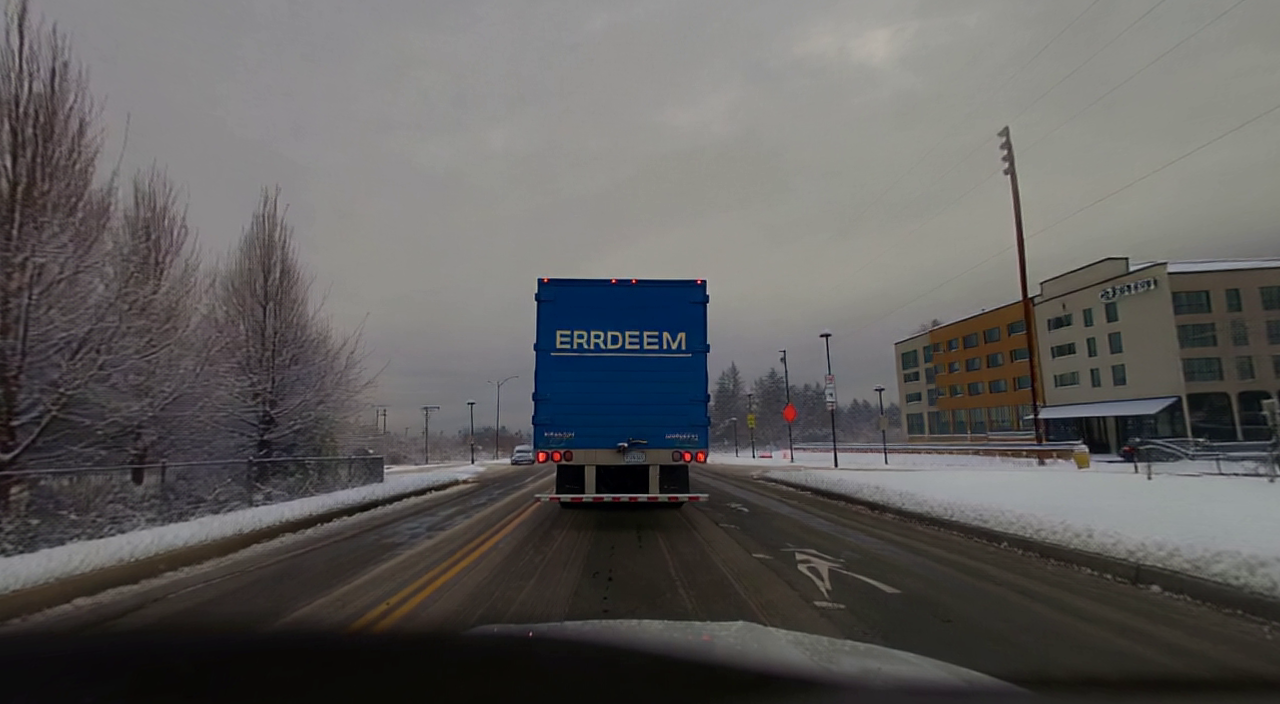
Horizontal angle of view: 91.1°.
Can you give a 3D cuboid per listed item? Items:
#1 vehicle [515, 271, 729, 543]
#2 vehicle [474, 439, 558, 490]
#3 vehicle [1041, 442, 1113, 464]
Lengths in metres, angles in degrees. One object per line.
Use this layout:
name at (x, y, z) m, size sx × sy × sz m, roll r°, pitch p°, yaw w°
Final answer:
vehicle at (-0.174, 1.334, 13.310) m, size 2.876 × 3.724 × 9.351 m, roll 0°, pitch -8°, yaw 1°
vehicle at (-3.926, 3.606, 20.547) m, size 1.957 × 1.462 × 3.878 m, roll 0°, pitch -8°, yaw 0°
vehicle at (31.356, 7.219, 45.186) m, size 1.652 × 1.423 × 3.797 m, roll 5°, pitch -9°, yaw -35°
